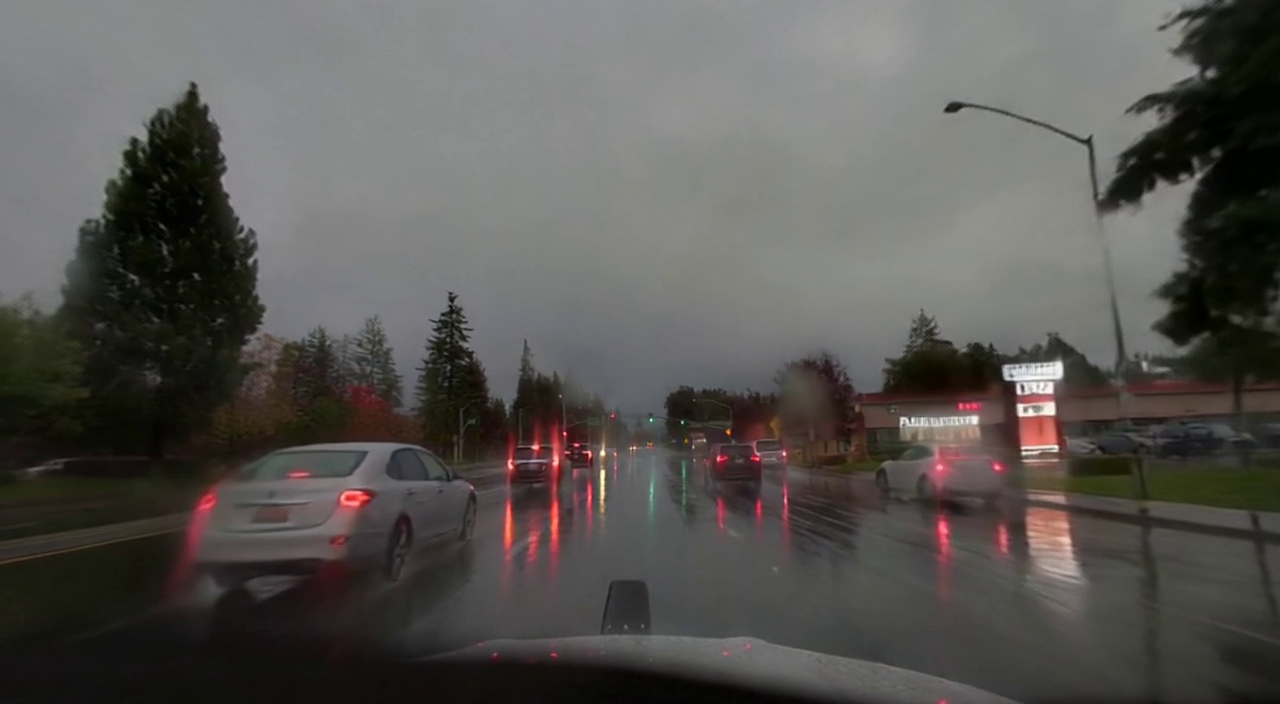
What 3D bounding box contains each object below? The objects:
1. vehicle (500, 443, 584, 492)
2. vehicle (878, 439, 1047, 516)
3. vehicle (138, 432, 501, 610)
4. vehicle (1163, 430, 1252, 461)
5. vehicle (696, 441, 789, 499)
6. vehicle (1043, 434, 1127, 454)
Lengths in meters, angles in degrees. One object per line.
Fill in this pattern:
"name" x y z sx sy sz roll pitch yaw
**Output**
"vehicle" -3.258 3.951 22.000 2.087 1.494 4.626 0 -9 2
"vehicle" 7.499 2.926 15.340 2.070 1.547 4.941 -1 -9 8
"vehicle" -3.150 1.736 7.479 1.952 1.457 4.372 0 -9 1
"vehicle" 29.292 4.827 32.702 1.793 1.478 4.462 -5 -9 20
"vehicle" 2.887 3.429 18.734 2.004 1.512 4.206 0 -9 -1
"vehicle" 34.399 7.156 48.852 1.830 1.465 4.910 4 -10 -26
